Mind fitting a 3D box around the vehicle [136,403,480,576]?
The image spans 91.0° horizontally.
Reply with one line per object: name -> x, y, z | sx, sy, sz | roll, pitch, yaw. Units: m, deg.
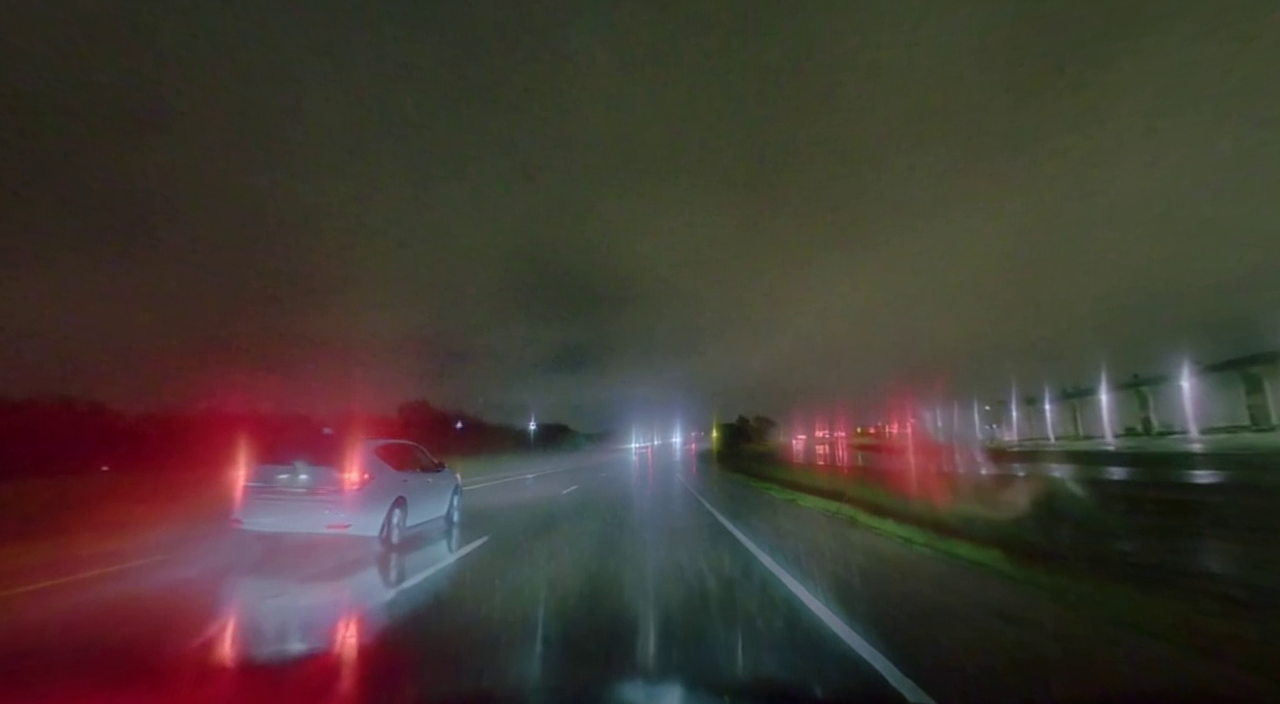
vehicle -> -4.048, 1.786, 8.942 | 2.193, 1.771, 4.757 | 0, -9, 1
